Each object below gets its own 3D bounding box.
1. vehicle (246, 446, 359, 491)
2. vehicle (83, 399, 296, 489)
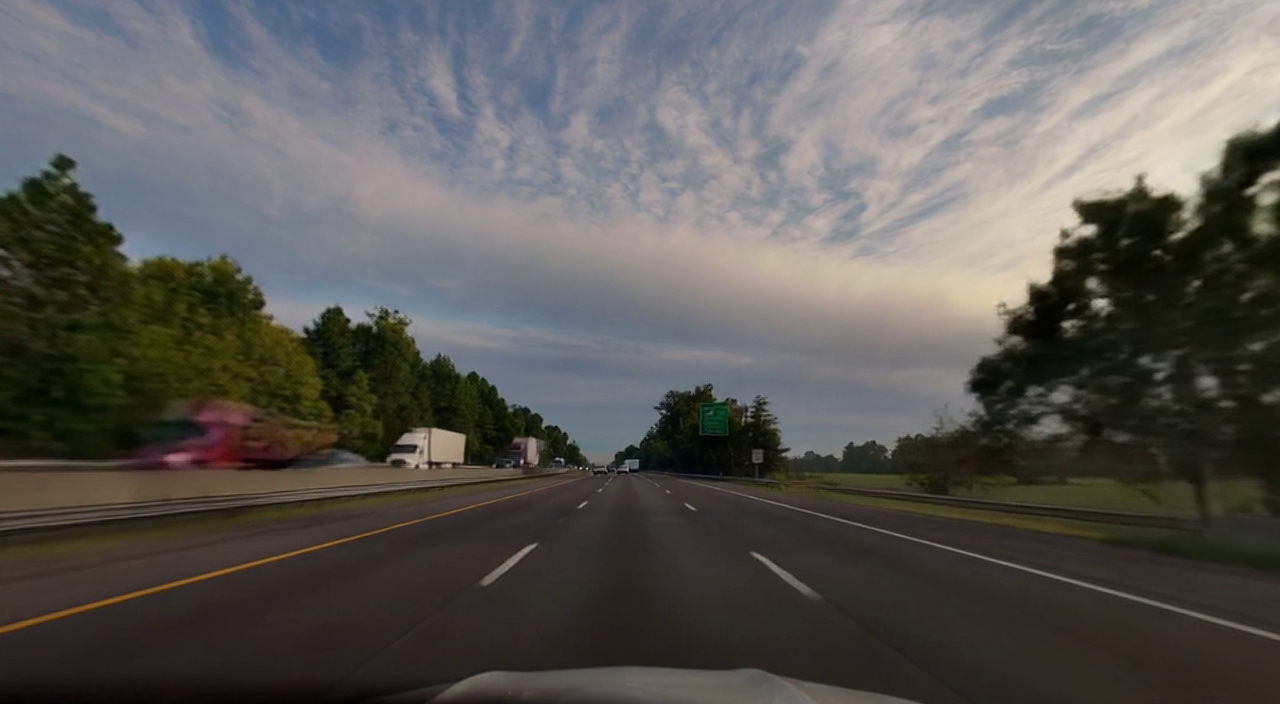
[{"bbox_3d":[-12.261,4.284,23.259,1.845,1.456,4.333,1,-10,-1],"label":"vehicle"},{"bbox_3d":[-16.557,3.634,24.057,2.610,2.836,7.407,1,-10,-1],"label":"vehicle"}]
